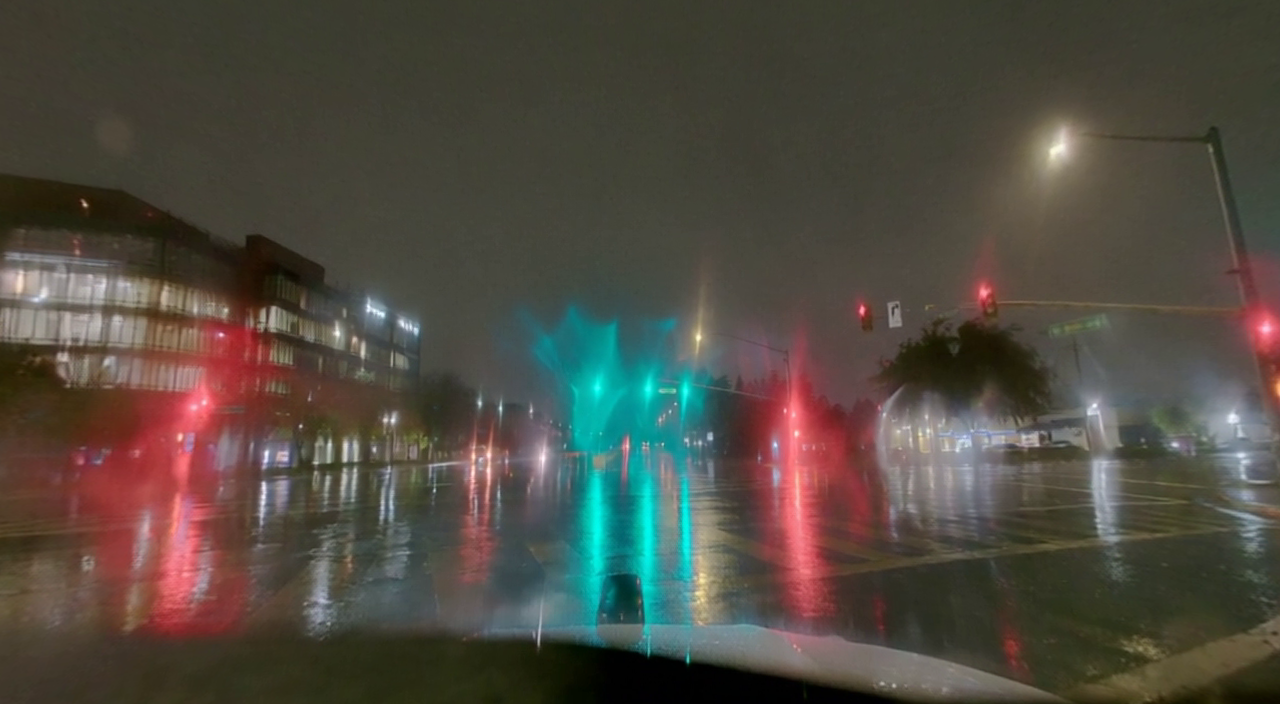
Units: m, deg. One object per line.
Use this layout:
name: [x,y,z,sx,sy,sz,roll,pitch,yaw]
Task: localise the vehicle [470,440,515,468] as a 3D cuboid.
vehicle: [-9.729,6.750,41.992,1.988,1.692,4.412,0,-8,0]
